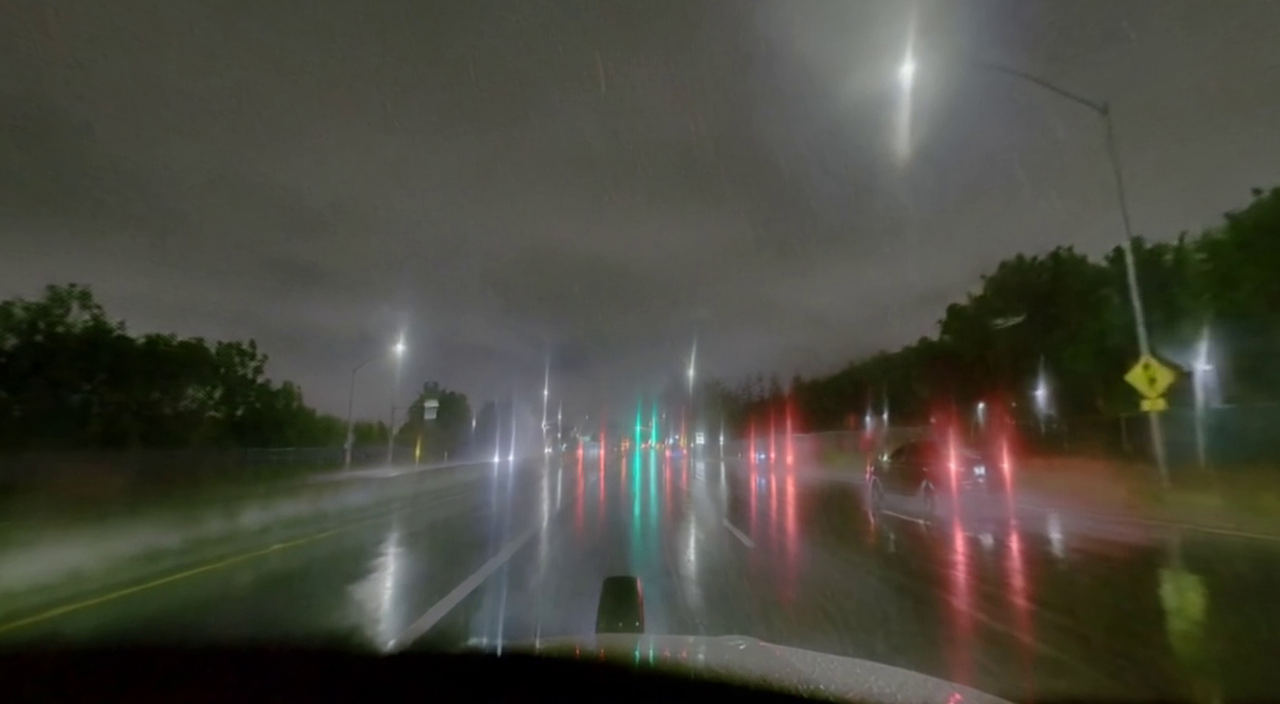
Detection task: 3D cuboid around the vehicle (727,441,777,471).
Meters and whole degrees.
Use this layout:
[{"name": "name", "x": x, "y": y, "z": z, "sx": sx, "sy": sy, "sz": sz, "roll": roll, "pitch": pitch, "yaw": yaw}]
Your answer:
[{"name": "vehicle", "x": 6.376, "y": 5.979, "z": 36.543, "sx": 1.987, "sy": 1.597, "sz": 4.463, "roll": 0, "pitch": -8, "yaw": -1}]

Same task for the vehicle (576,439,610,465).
[{"name": "vehicle", "x": -3.489, "y": 7.570, "z": 47.907, "sx": 2.230, "sy": 1.827, "sz": 4.406, "roll": 0, "pitch": -8, "yaw": 0}]

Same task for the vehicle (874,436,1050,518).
[{"name": "vehicle", "x": 6.766, "y": 2.627, "z": 13.795, "sx": 1.838, "sy": 1.518, "sz": 3.713, "roll": 0, "pitch": -8, "yaw": 0}]
